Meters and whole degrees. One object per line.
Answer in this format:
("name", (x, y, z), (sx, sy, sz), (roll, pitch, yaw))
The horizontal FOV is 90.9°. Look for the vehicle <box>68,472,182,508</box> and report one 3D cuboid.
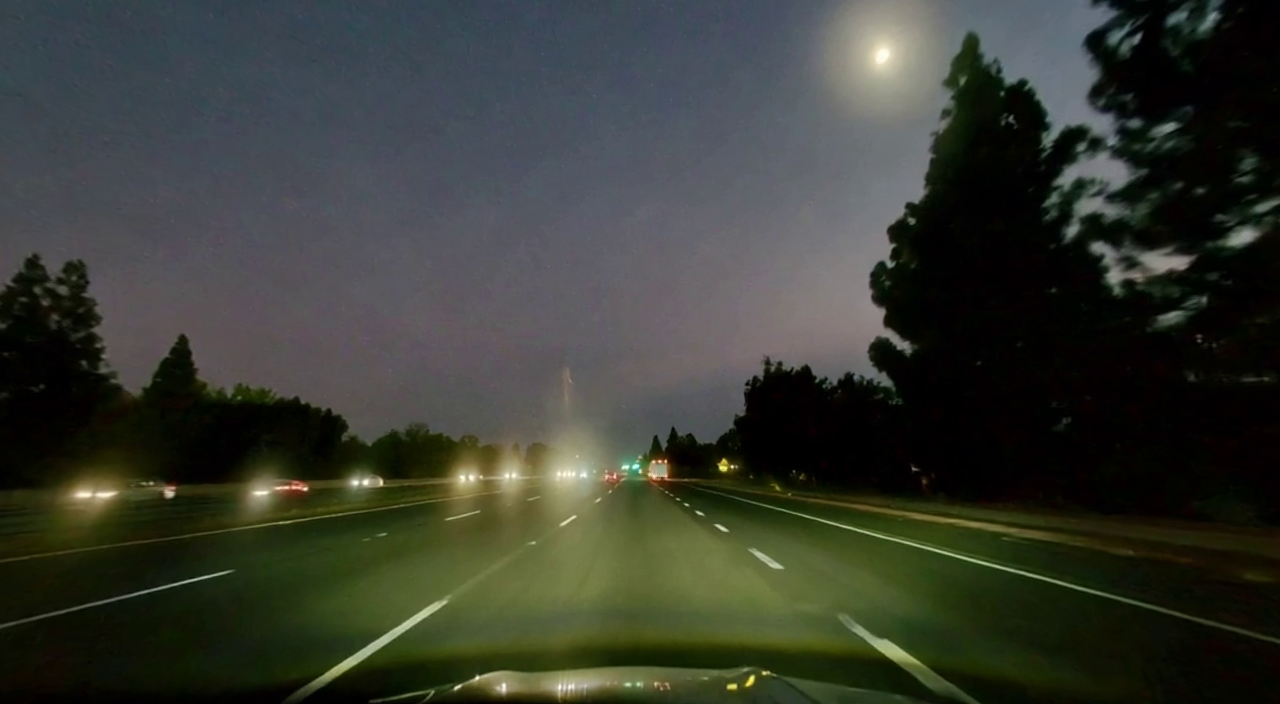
("vehicle", (-23.232, 6.216, 28.661), (1.756, 1.430, 4.048), (1, -11, -1))
